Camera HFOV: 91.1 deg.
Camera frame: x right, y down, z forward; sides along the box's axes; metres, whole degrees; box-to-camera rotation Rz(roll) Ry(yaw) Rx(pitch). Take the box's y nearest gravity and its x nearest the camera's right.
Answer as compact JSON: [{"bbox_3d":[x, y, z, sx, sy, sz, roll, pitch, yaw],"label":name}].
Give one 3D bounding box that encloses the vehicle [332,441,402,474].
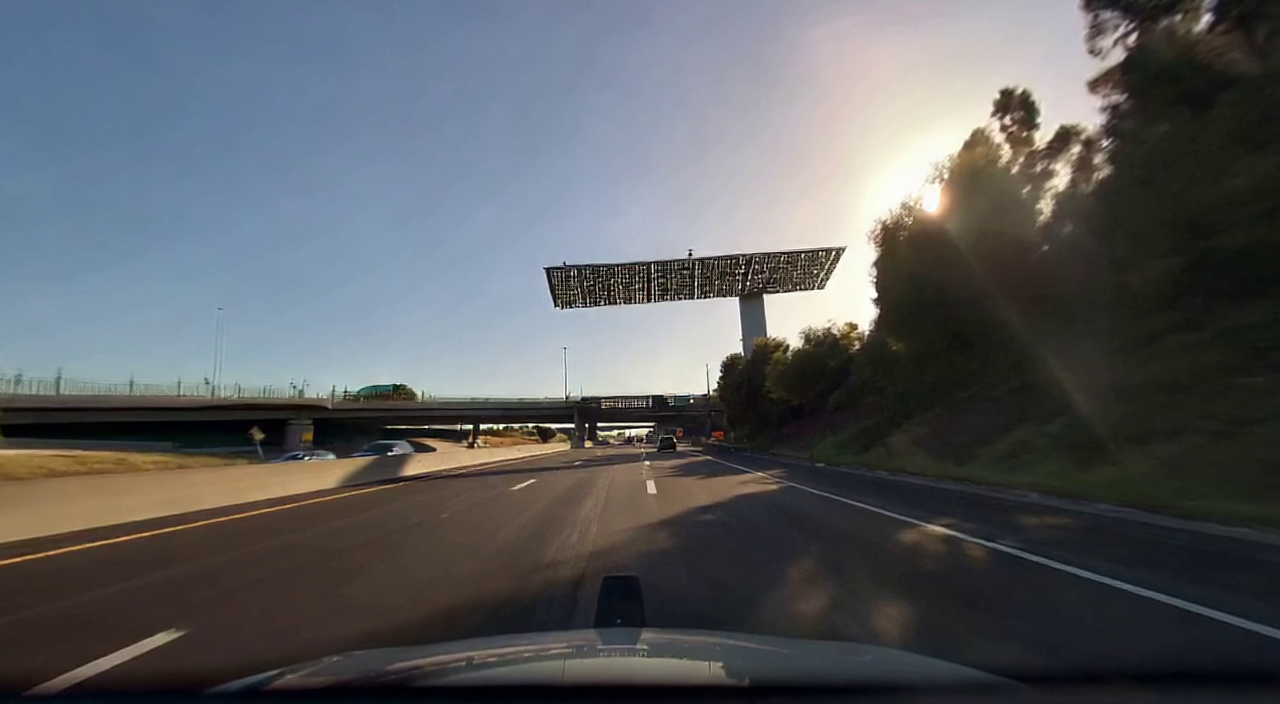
[{"bbox_3d":[-13.253,5.124,30.758,1.813,1.459,3.871,0,-8,-2],"label":"vehicle"}]
